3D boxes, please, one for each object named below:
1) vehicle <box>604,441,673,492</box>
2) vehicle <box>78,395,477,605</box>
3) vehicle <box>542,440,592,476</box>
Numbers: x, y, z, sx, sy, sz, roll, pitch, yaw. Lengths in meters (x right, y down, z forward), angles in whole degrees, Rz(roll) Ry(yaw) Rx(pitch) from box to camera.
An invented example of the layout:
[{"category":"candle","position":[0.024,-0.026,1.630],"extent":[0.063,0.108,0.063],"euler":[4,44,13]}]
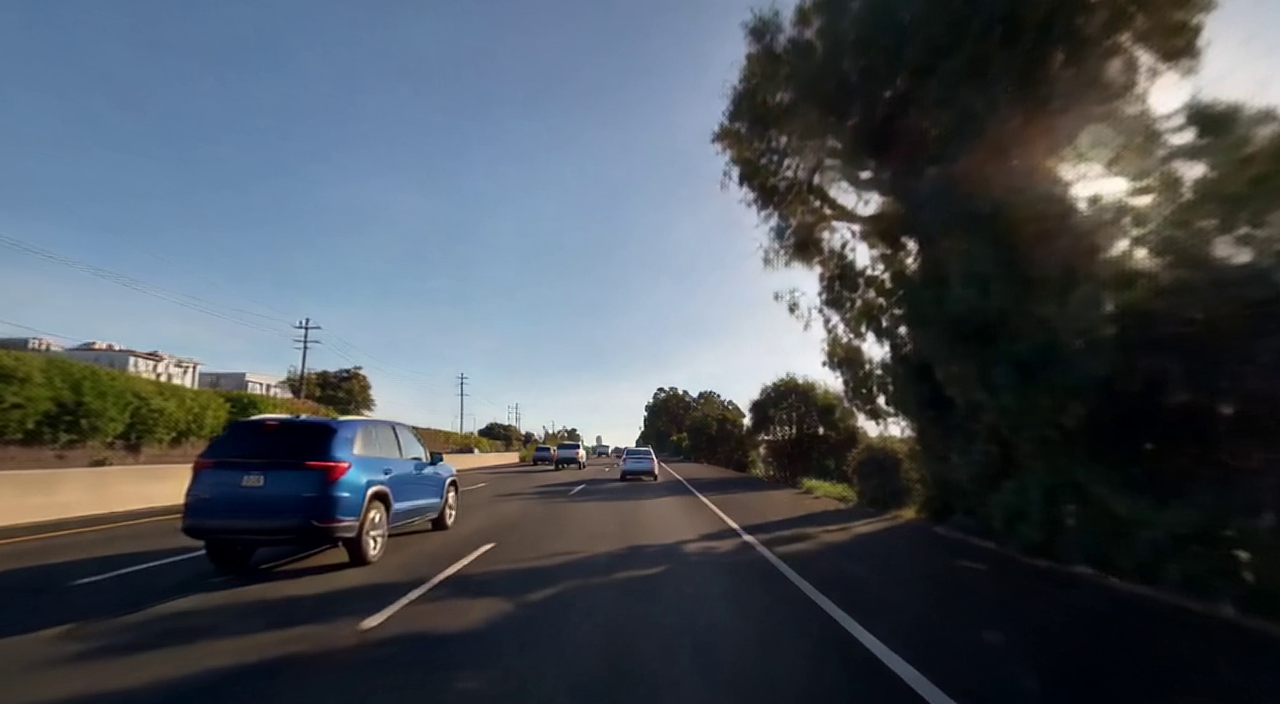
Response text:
[{"category":"vehicle","position":[-0.047,3.695,20.696],"extent":[2.047,1.473,3.978],"euler":[0,-8,0]},{"category":"vehicle","position":[-3.718,1.611,7.755],"extent":[2.133,1.789,4.518],"euler":[-1,-8,1]},{"category":"vehicle","position":[-3.662,5.394,32.405],"extent":[1.993,1.717,4.321],"euler":[-1,-8,1]}]
